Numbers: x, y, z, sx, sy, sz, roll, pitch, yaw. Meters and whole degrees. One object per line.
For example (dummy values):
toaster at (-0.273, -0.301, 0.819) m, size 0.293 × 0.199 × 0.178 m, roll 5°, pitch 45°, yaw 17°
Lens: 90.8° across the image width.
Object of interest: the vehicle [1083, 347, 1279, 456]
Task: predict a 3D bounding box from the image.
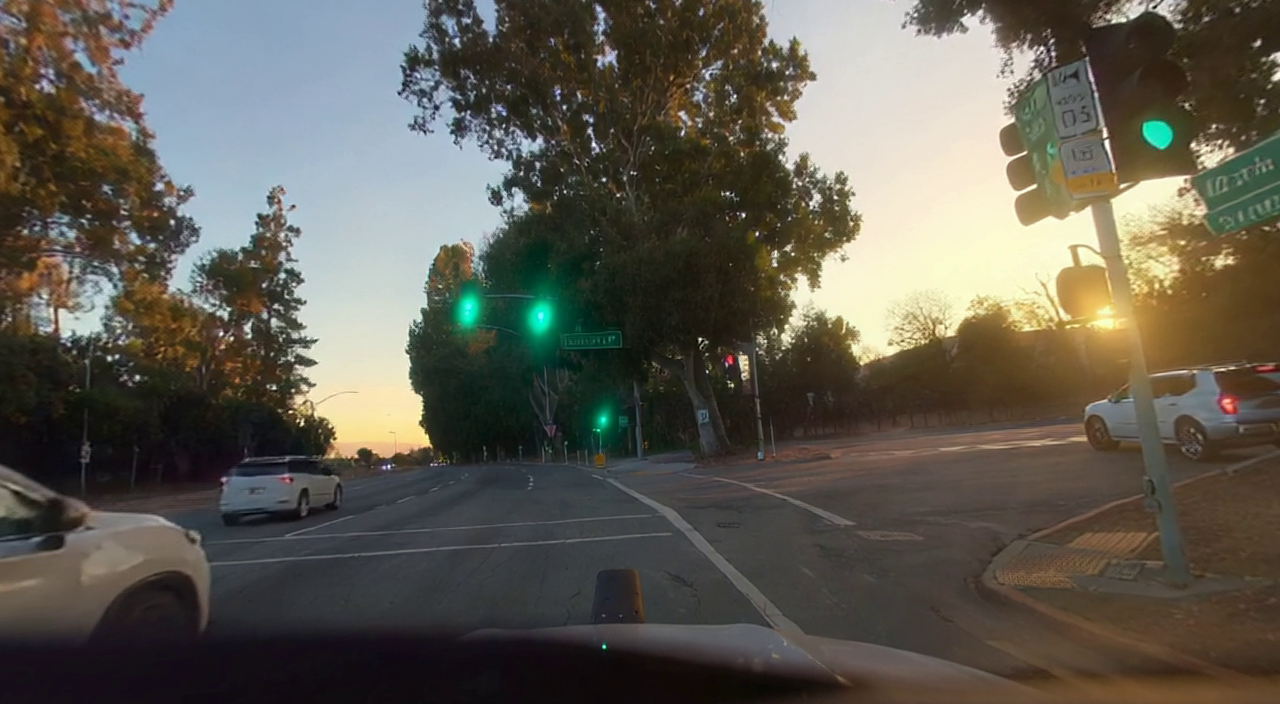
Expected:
vehicle at (10.663, 1.062, 11.784) m, size 1.855 × 1.669 × 4.529 m, roll -1°, pitch -9°, yaw 6°

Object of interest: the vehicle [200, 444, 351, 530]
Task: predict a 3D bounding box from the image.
vehicle at (-9.066, 3.315, 16.197) m, size 2.062 × 1.740 × 4.198 m, roll -2°, pitch -8°, yaw -11°

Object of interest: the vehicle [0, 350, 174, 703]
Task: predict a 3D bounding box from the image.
vehicle at (-3.289, 0.638, 0.776) m, size 2.134 × 1.707 × 4.471 m, roll 0°, pitch -8°, yaw -3°
